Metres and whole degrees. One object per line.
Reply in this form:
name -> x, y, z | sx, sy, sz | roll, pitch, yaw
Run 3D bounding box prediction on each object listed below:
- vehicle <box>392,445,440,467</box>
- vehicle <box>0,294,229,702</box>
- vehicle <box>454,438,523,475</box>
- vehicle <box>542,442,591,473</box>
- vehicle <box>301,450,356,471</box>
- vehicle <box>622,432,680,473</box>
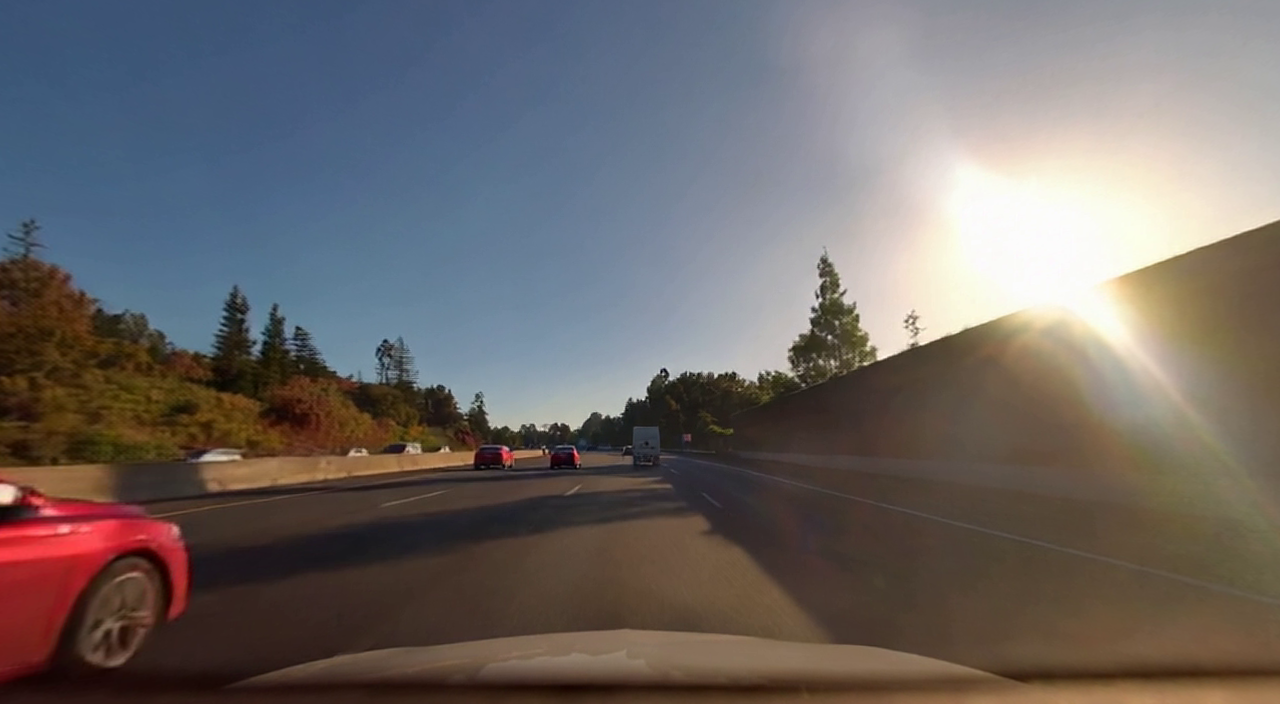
vehicle -> -16.709, 7.767, 47.212 | 1.903, 1.563, 4.375 | 0, -9, 1
vehicle -> -4.360, 0.515, 1.818 | 2.368, 2.003, 5.844 | 1, -9, 0
vehicle -> -7.356, 5.137, 31.118 | 2.189, 1.673, 4.699 | 0, -9, 1
vehicle -> -3.817, 5.571, 33.459 | 2.000, 1.512, 4.371 | 0, -9, 1
vehicle -> -24.214, 8.444, 49.107 | 1.891, 1.543, 4.471 | 0, -9, 1
vehicle -> 0.536, 5.337, 33.592 | 2.856, 1.994, 4.931 | 1, -9, 0
